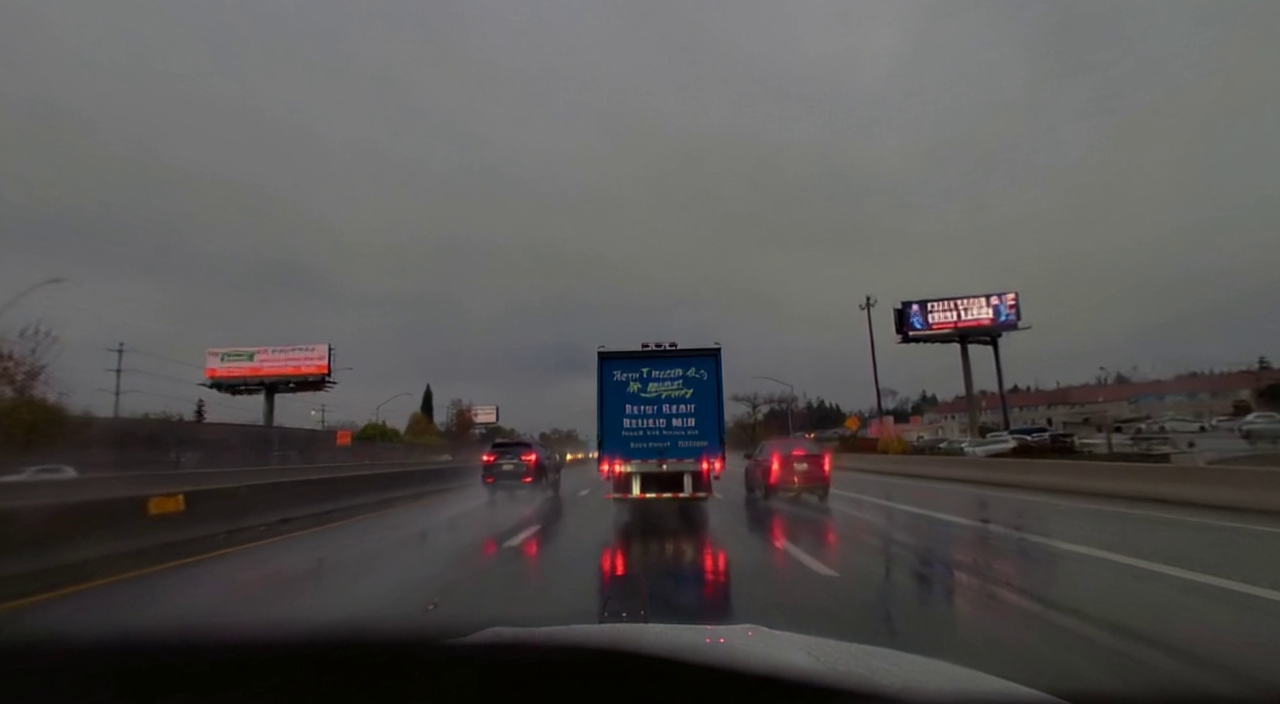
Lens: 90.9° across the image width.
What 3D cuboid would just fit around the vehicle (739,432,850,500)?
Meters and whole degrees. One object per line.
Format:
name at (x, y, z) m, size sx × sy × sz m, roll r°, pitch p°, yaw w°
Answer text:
vehicle at (4.219, 3.183, 18.044) m, size 2.066 × 1.692 × 4.339 m, roll 0°, pitch -8°, yaw 0°

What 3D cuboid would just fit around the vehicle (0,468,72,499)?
vehicle at (-34.928, 7.331, 35.156) m, size 1.786 × 1.506 × 4.667 m, roll -2°, pitch -9°, yaw 8°

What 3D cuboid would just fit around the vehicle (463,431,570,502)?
vehicle at (-3.359, 3.202, 18.107) m, size 2.030 × 1.757 × 4.509 m, roll 0°, pitch -8°, yaw 2°

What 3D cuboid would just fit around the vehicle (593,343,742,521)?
vehicle at (0.588, 2.090, 16.053) m, size 2.733 × 3.296 × 8.571 m, roll 0°, pitch -8°, yaw 1°
